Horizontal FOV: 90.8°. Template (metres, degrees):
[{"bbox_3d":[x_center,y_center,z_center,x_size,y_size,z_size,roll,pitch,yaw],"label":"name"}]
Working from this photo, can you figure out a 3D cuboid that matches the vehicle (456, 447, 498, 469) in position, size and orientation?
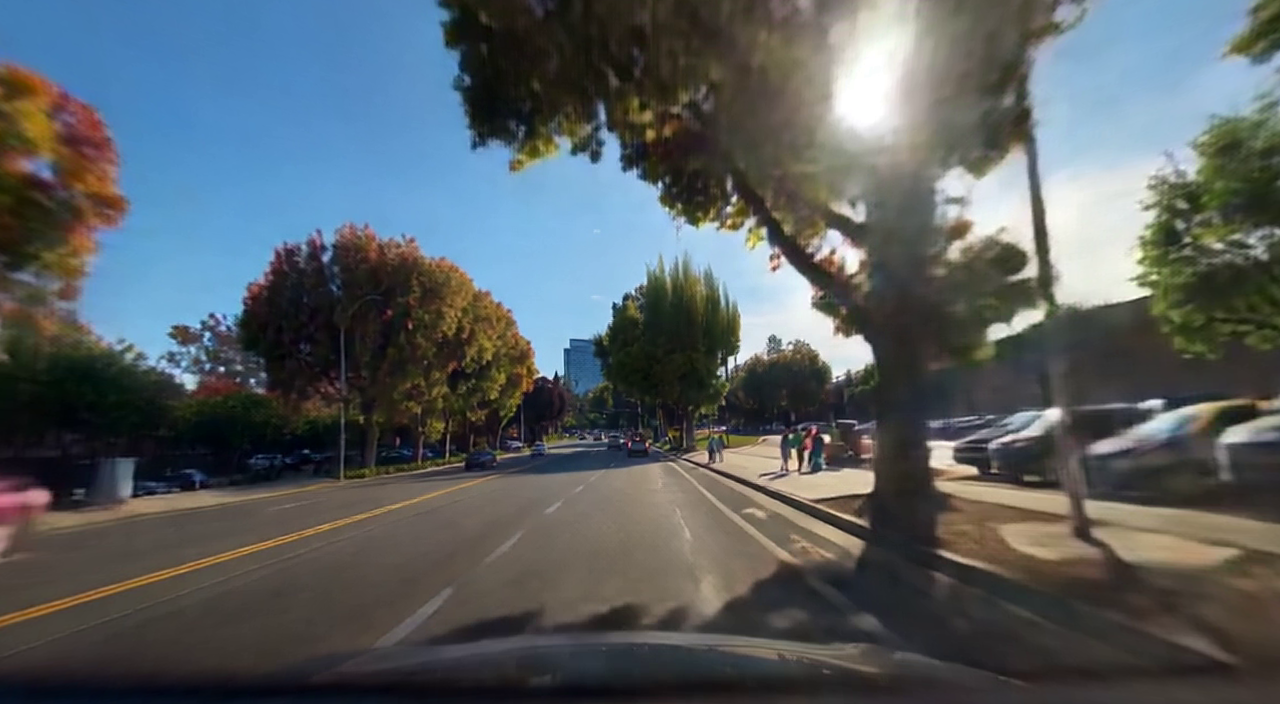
[{"bbox_3d":[-12.063,7.848,47.037,2.011,1.475,4.536,0,-8,-1],"label":"vehicle"}]
